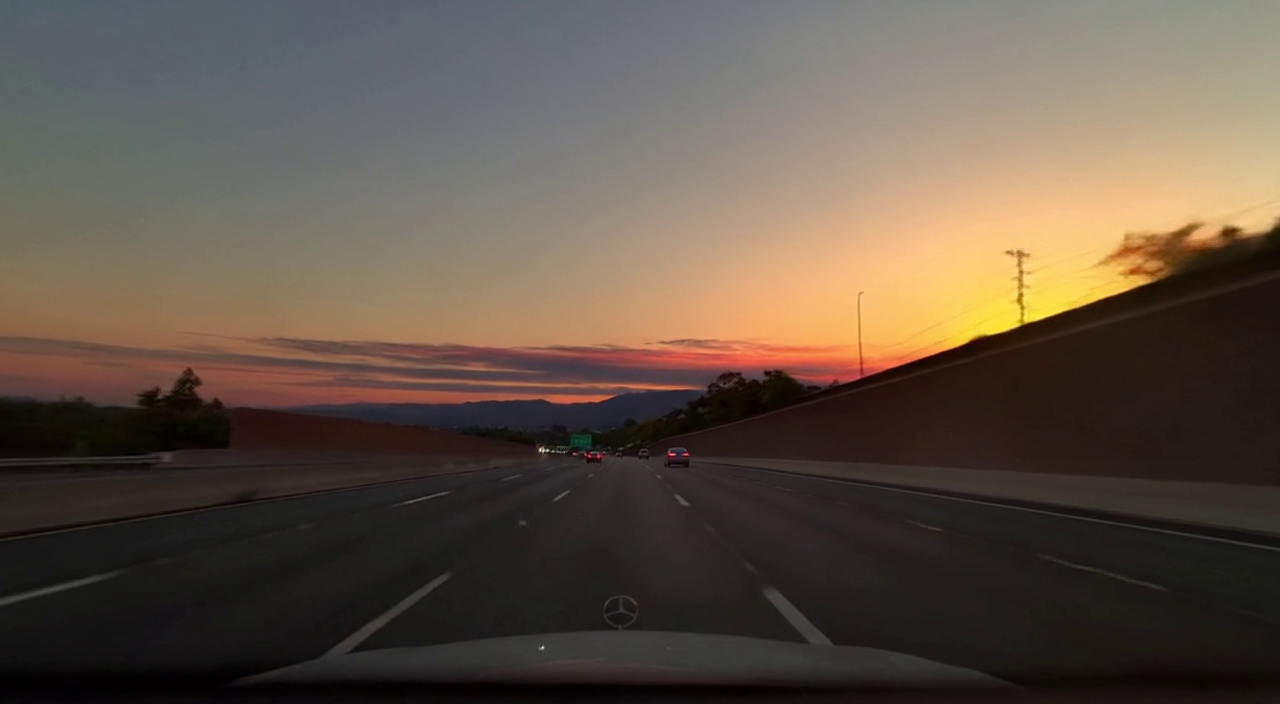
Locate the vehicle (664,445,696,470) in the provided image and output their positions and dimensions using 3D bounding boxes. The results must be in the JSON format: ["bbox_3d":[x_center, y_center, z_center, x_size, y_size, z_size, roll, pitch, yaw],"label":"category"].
[{"bbox_3d":[2.638,7.081,42.174,1.895,1.555,4.030,-1,-9,0],"label":"vehicle"}]
